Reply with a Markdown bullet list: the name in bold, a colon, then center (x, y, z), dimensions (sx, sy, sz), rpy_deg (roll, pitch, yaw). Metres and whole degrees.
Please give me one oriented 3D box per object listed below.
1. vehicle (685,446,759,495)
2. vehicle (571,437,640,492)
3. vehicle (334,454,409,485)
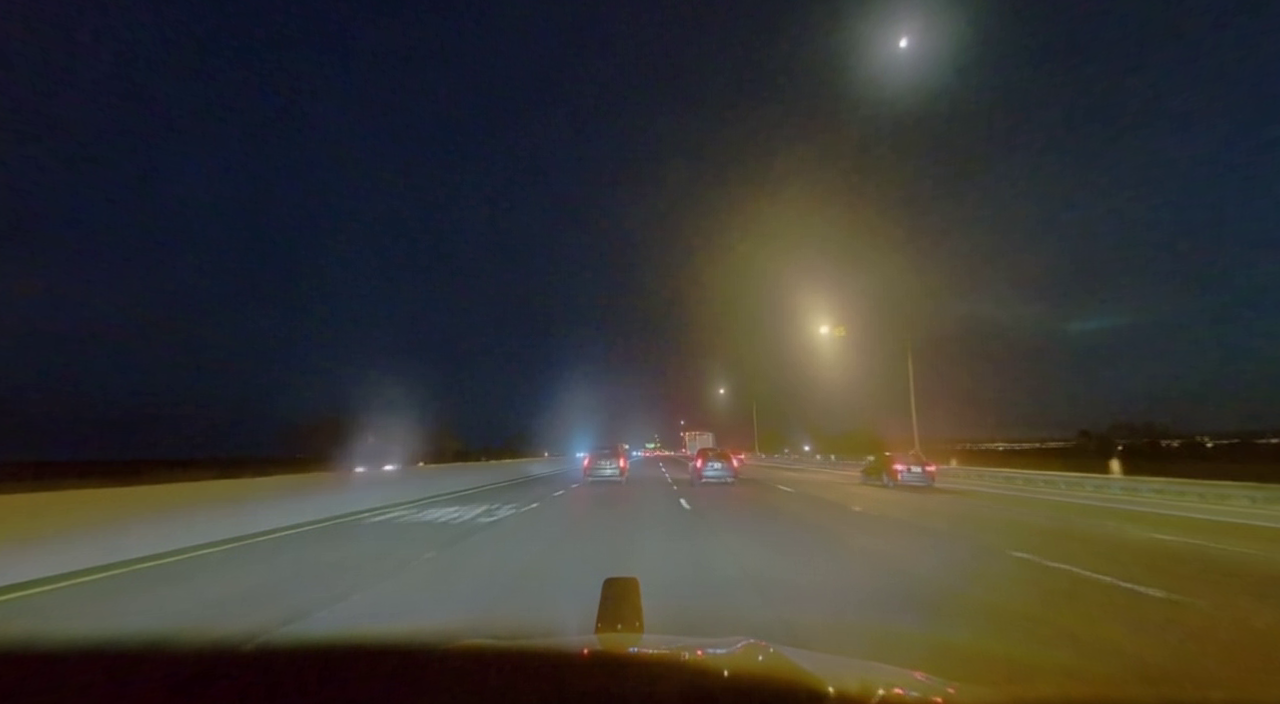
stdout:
- **vehicle**: center (2.686, 3.984, 21.542), dimensions (2.004, 1.471, 4.032), rpy_deg (0, -9, 1)
- **vehicle**: center (-1.099, 3.940, 22.331), dimensions (2.142, 1.724, 4.344), rpy_deg (0, -9, 1)
- **vehicle**: center (-14.220, 6.220, 33.601), dimensions (1.948, 1.503, 4.343), rpy_deg (0, -9, 2)
